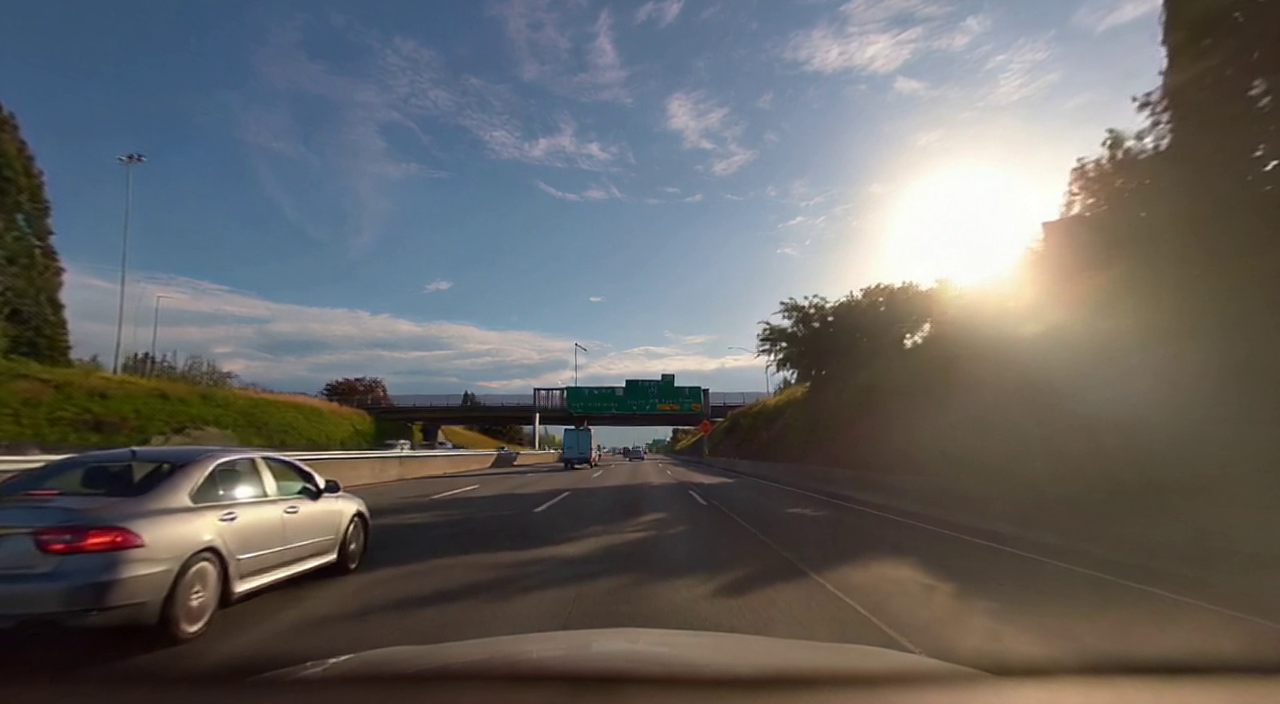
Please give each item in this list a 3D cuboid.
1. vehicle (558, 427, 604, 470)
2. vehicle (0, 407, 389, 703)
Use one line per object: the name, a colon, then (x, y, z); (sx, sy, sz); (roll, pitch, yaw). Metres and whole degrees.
vehicle: (-3.575, 6.034, 39.452); (2.290, 2.453, 5.561); (0, -9, 0)
vehicle: (-3.614, 1.259, 4.624); (1.924, 1.436, 3.915); (0, -9, 0)
